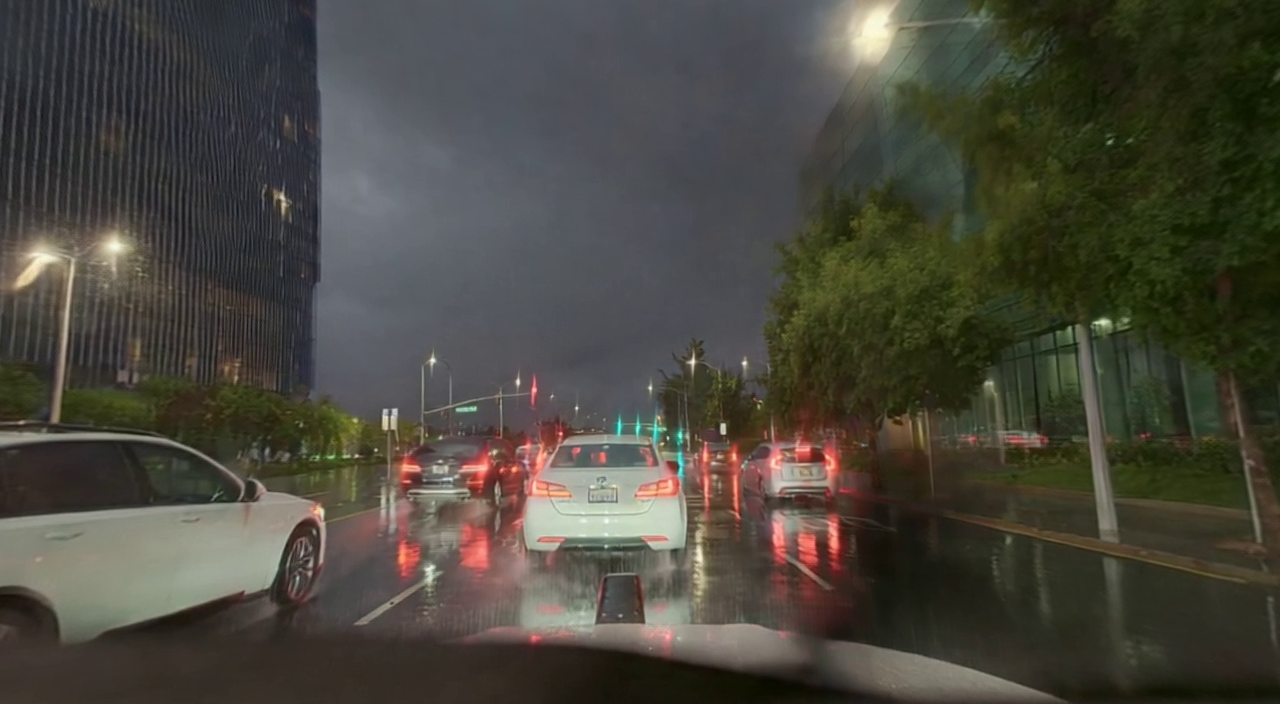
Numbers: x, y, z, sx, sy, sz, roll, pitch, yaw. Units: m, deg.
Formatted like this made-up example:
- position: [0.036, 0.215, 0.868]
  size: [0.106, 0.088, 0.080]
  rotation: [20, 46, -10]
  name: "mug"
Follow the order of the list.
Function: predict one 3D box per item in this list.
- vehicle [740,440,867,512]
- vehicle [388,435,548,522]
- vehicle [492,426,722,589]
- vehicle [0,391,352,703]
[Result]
- position: [3.847, 2.982, 15.653]
  size: [1.940, 1.514, 4.187]
  rotation: [0, -9, -1]
  name: "vehicle"
- position: [-3.336, 2.544, 13.262]
  size: [2.044, 1.508, 4.479]
  rotation: [0, -9, 1]
  name: "vehicle"
- position: [-0.252, 1.797, 8.190]
  size: [2.174, 1.509, 4.374]
  rotation: [0, -9, 2]
  name: "vehicle"
- position: [-3.555, 1.073, 3.534]
  size: [1.933, 1.520, 4.195]
  rotation: [0, -9, -1]
  name: "vehicle"
